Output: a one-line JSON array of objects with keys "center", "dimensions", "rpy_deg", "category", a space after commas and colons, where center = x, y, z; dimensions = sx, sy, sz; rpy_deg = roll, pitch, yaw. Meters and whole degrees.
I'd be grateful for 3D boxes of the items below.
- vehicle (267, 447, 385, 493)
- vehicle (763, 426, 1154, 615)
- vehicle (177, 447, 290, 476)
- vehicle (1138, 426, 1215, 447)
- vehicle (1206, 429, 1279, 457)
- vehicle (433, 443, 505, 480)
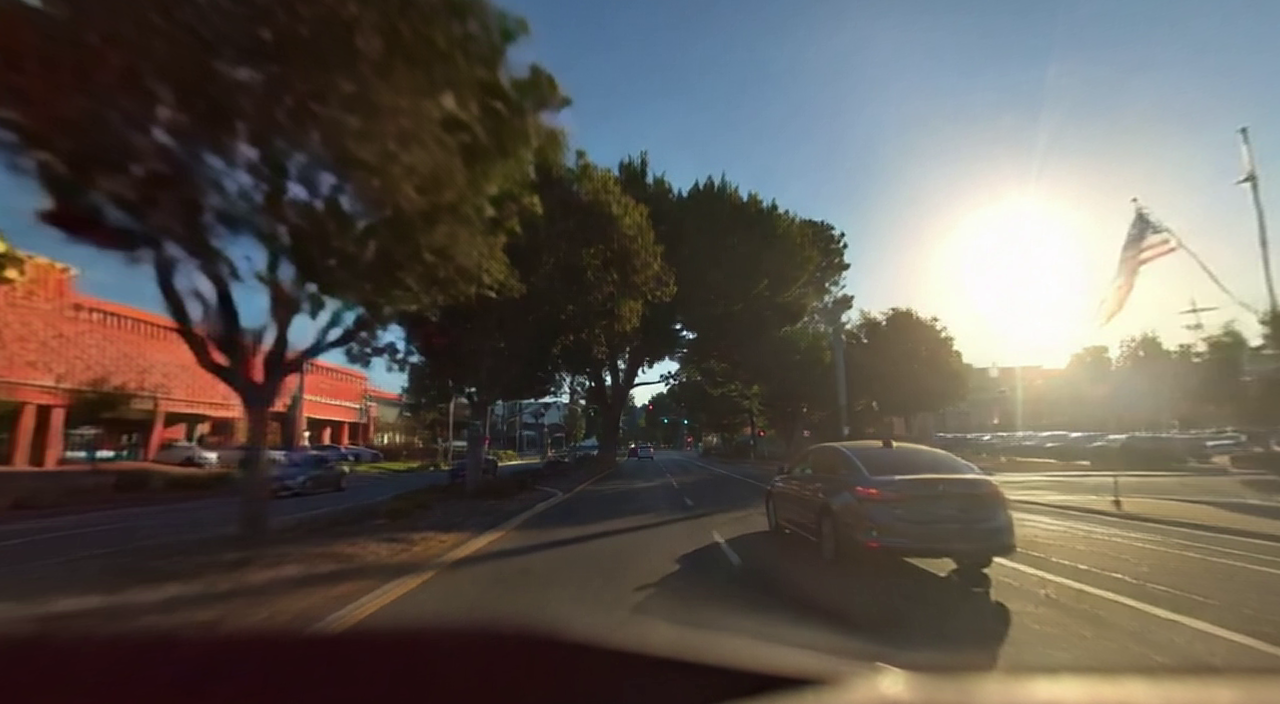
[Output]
[{"center": [-11.430, 4.300, 23.355], "dimensions": [1.938, 1.487, 4.623], "rpy_deg": [0, -8, 1], "category": "vehicle"}, {"center": [3.002, 1.690, 7.420], "dimensions": [2.091, 1.472, 4.697], "rpy_deg": [0, -8, -1], "category": "vehicle"}, {"center": [-23.189, 6.245, 36.101], "dimensions": [4.980, 1.521, 2.089], "rpy_deg": [0, -8, 0], "category": "vehicle"}, {"center": [39.298, 6.235, 46.319], "dimensions": [1.800, 1.432, 4.691], "rpy_deg": [-1, -8, 4], "category": "vehicle"}, {"center": [34.191, 4.993, 34.505], "dimensions": [1.988, 1.455, 4.878], "rpy_deg": [0, -8, 3], "category": "vehicle"}, {"center": [-7.683, 4.944, 28.759], "dimensions": [1.904, 1.501, 4.313], "rpy_deg": [-1, -9, 2], "category": "vehicle"}]
